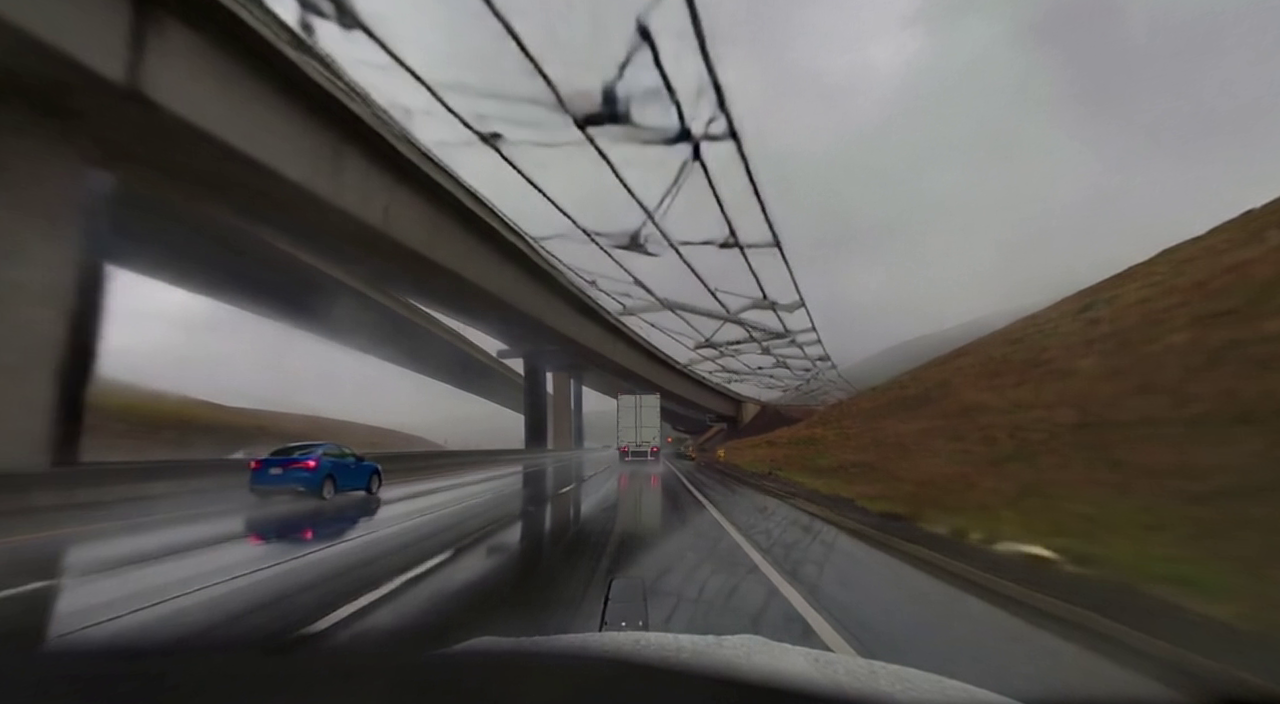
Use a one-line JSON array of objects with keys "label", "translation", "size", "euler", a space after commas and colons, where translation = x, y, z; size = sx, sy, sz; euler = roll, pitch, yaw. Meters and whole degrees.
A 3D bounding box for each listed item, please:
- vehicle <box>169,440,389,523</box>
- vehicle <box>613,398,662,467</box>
[{"label": "vehicle", "translation": [-7.491, 2.699, 13.798], "size": [2.078, 1.496, 4.563], "euler": [0, -8, 1]}, {"label": "vehicle", "translation": [-0.086, 5.543, 42.461], "size": [2.866, 4.014, 11.261], "euler": [0, -8, 1]}]
